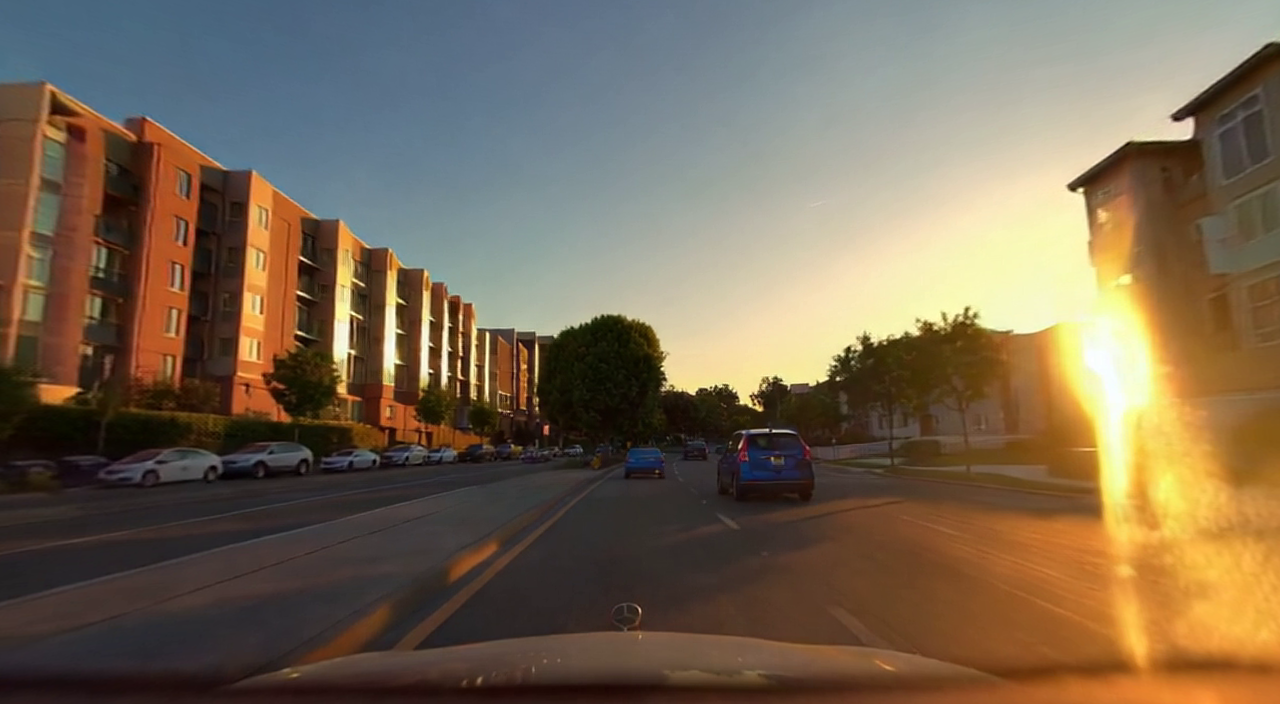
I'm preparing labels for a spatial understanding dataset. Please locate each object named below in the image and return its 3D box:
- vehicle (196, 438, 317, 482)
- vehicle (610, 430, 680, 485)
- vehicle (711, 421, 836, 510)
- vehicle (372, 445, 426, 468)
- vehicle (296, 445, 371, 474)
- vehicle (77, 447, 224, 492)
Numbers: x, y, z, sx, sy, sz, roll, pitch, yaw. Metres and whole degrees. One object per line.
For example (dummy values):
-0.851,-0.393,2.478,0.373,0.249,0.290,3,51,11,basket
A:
-18.484,5.270,30.875,2.195,1.894,5.489,-2,-10,3,vehicle
0.233,3.963,23.974,2.345,1.841,5.032,0,-9,1,vehicle
3.012,2.687,15.300,2.033,1.823,4.409,0,-9,0,vehicle
-17.919,7.808,47.230,2.010,1.609,4.549,-1,-10,4,vehicle
-18.433,6.525,38.276,1.961,1.556,4.791,-2,-10,3,vehicle
-18.722,4.532,24.550,1.954,1.570,4.828,0,-10,-2,vehicle
